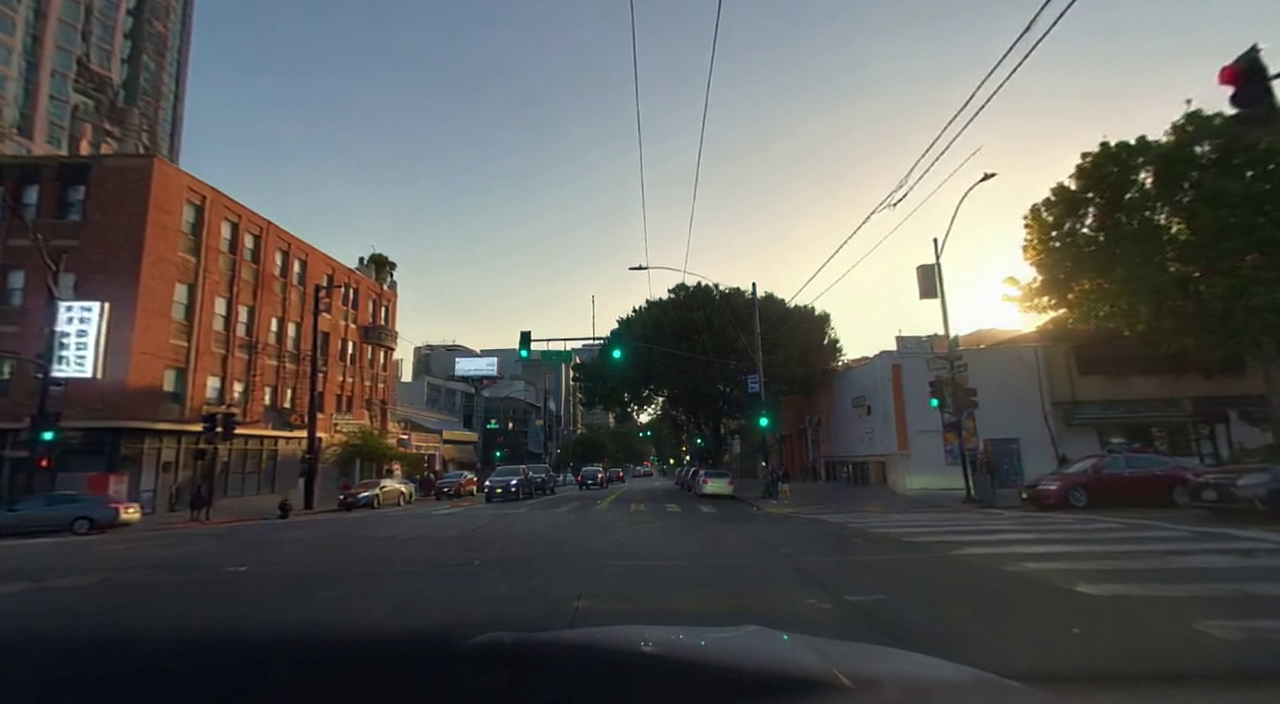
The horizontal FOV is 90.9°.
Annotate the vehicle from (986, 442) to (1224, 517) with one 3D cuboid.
[{"bbox_3d":[11.360,3.122,15.680,4.288,1.689,1.909,0,-9,2],"label":"vehicle"}]

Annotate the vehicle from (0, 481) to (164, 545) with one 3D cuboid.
[{"bbox_3d":[-16.944,4.596,18.244,1.999,1.466,4.535,-6,-11,33],"label":"vehicle"}]

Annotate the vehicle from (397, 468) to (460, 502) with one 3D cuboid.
[{"bbox_3d":[-11.704,7.367,35.186,1.933,1.628,3.973,0,-9,3],"label":"vehicle"}]

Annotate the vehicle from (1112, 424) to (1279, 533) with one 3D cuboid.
[{"bbox_3d":[12.822,2.368,12.479,5.004,1.771,2.159,-4,-8,2],"label":"vehicle"}]

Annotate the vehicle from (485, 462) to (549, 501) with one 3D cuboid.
[{"bbox_3d":[-5.579,5.890,29.042,1.942,1.559,4.298,0,-9,2],"label":"vehicle"}]

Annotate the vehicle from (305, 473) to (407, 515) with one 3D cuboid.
[{"bbox_3d":[-12.126,6.073,27.330,1.934,1.434,4.636,-1,-9,5],"label":"vehicle"}]

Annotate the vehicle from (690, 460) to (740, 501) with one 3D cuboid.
[{"bbox_3d":[3.637,6.276,31.088,1.924,1.765,3.954,0,-9,-1],"label":"vehicle"}]

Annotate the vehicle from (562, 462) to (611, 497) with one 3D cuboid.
[{"bbox_3d":[-2.578,6.291,31.345,1.973,1.496,3.713,0,-9,2],"label":"vehicle"}]
